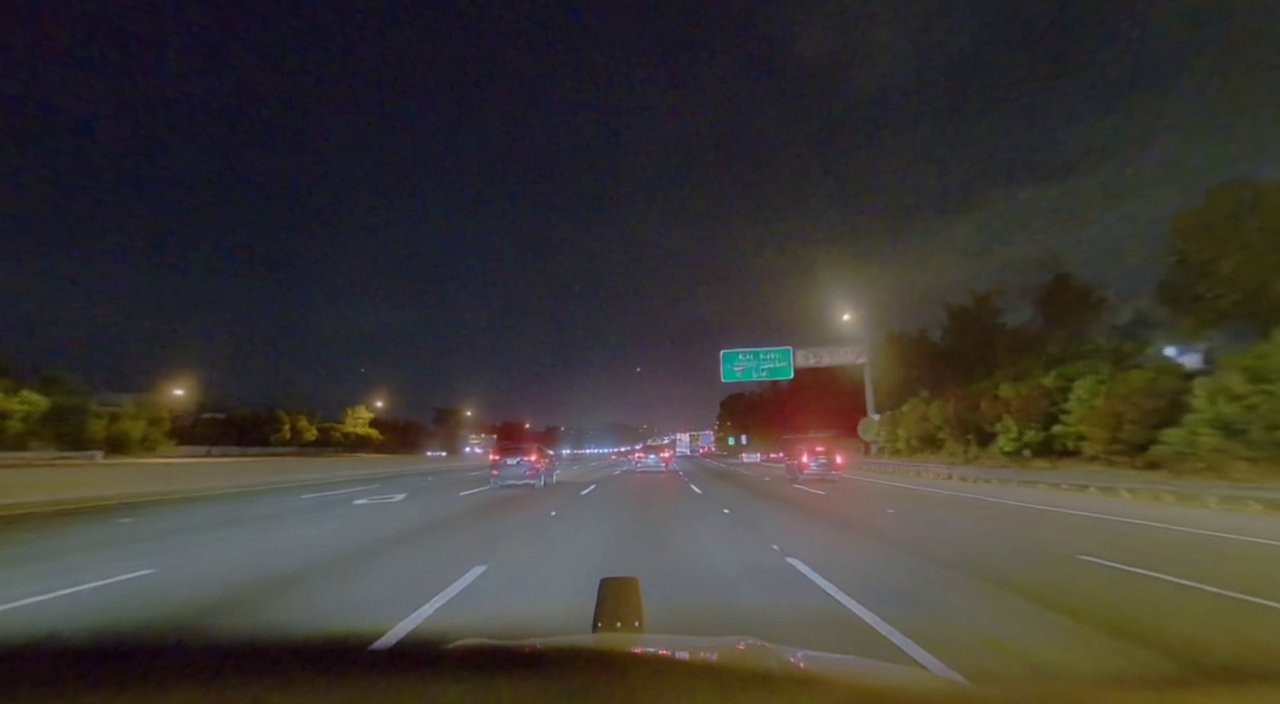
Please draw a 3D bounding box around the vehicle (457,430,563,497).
[{"bbox_3d":[-3.746,3.321,19.068,2.142,1.759,4.297,0,-9,2],"label":"vehicle"}]

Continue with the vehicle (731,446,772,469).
[{"bbox_3d":[7.498,7.170,42.884,2.005,1.456,4.287,0,-9,0],"label":"vehicle"}]

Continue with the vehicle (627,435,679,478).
[{"bbox_3d":[0.608,4.954,29.985,2.270,1.862,4.949,0,-9,1],"label":"vehicle"}]

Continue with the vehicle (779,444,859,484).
[{"bbox_3d":[7.125,4.499,25.598,1.936,1.480,4.373,0,-9,0],"label":"vehicle"}]
